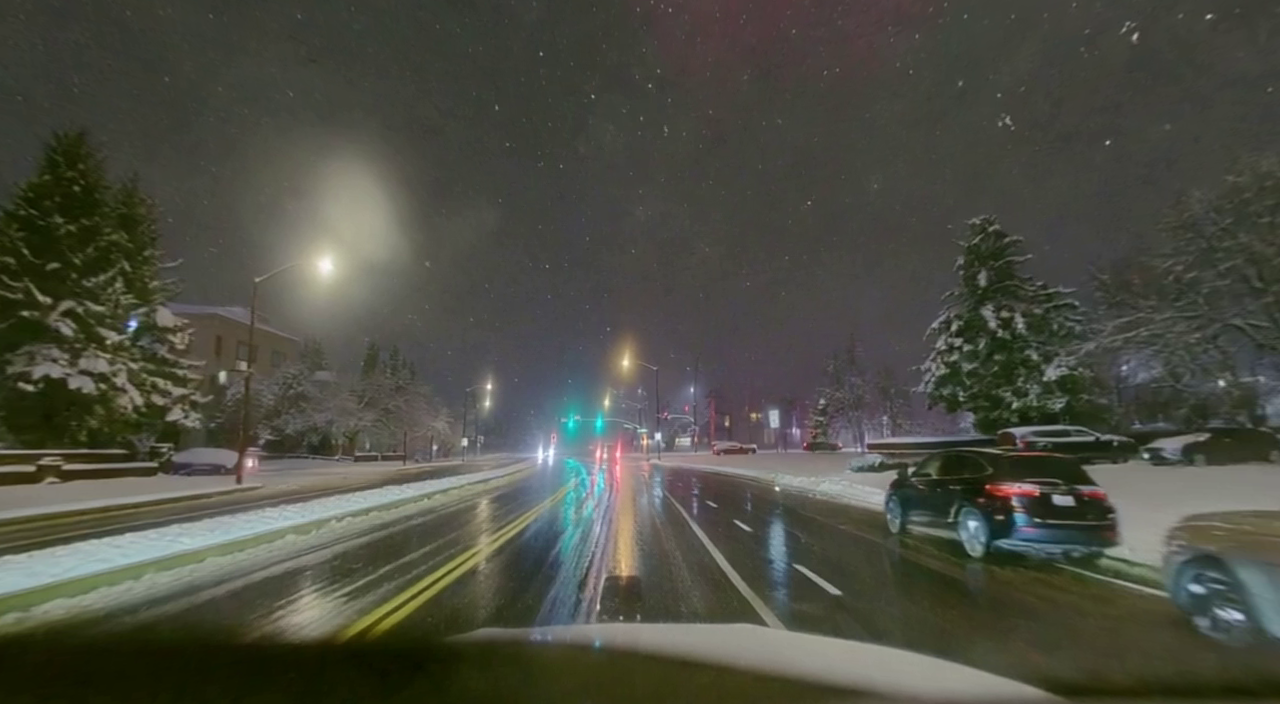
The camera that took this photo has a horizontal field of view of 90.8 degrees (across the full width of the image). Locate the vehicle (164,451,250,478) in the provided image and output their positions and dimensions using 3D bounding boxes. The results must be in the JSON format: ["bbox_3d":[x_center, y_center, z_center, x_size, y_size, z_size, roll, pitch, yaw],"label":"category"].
[{"bbox_3d":[-26.311,6.835,38.631,1.876,1.503,4.910,0,-8,-1],"label":"vehicle"}]

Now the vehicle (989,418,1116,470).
[{"bbox_3d":[14.485,3.287,22.497,1.858,1.681,3.860,0,-8,0],"label":"vehicle"}]

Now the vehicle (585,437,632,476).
[{"bbox_3d":[-1.640,5.304,32.389,2.230,1.827,4.298,0,-8,-3],"label":"vehicle"}]
